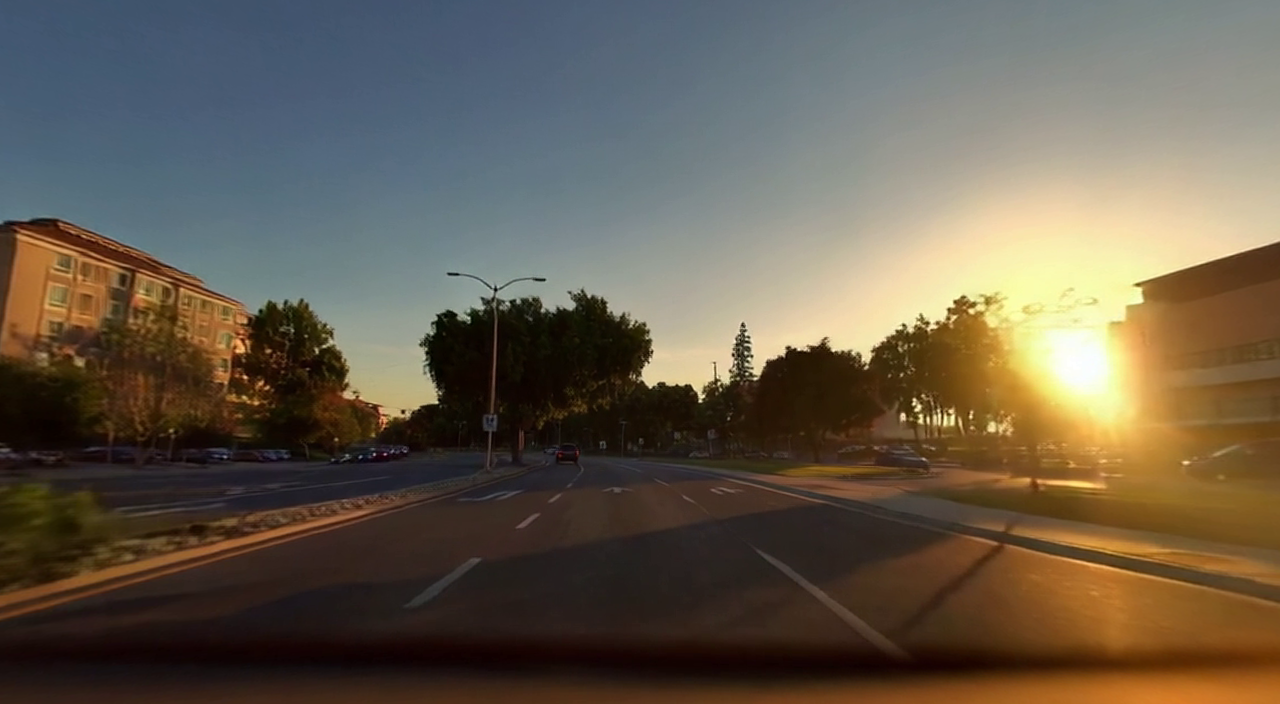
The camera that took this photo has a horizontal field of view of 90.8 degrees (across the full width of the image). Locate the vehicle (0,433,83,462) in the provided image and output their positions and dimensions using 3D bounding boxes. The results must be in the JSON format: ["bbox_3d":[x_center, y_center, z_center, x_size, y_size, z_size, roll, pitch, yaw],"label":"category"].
[{"bbox_3d":[-41.277,6.454,42.603,4.875,1.819,2.218,4,-11,-19],"label":"vehicle"}]
